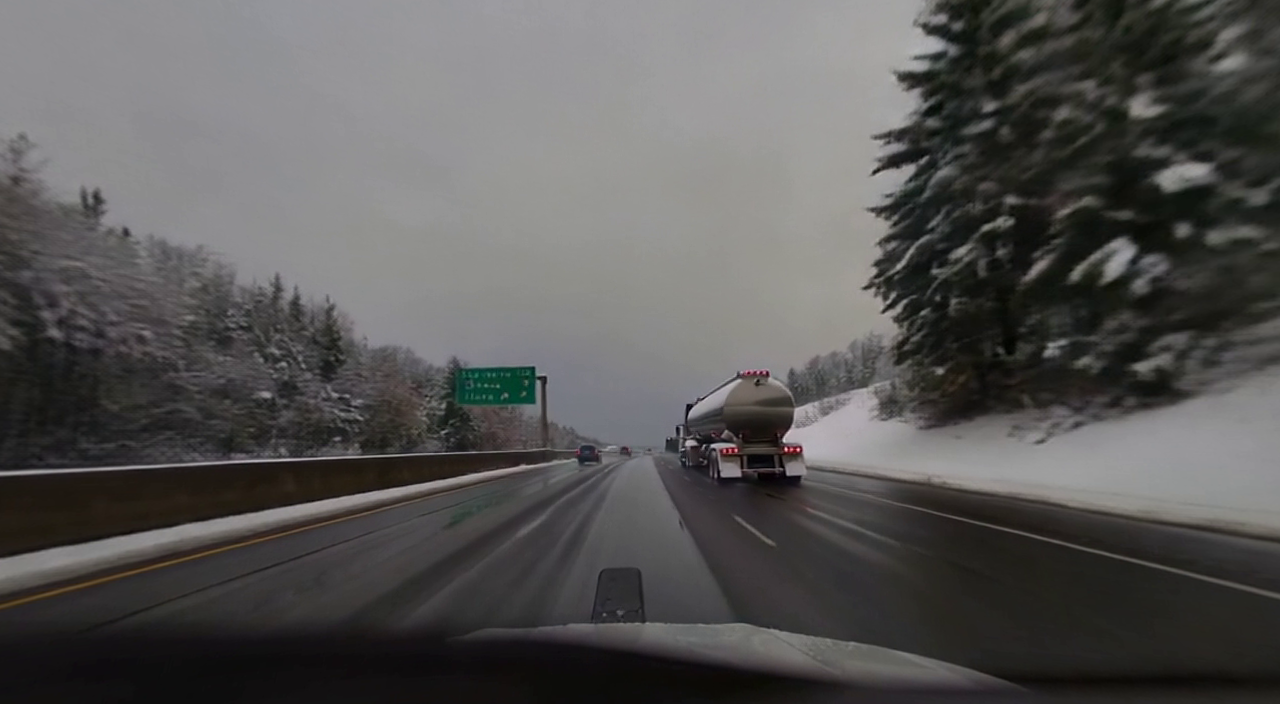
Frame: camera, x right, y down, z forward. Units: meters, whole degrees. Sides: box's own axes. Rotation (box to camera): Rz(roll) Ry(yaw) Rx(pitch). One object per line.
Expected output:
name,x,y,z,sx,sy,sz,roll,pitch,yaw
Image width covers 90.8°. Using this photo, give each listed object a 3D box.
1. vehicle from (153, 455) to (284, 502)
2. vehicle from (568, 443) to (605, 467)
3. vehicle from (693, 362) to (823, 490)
vehicle,-14.688,4.400,22.298,1.806,1.456,4.009,0,-9,0
vehicle,-3.396,6.633,40.667,1.986,1.458,4.506,0,-9,0
vehicle,3.871,2.890,23.448,2.759,3.734,9.708,0,-9,-1
